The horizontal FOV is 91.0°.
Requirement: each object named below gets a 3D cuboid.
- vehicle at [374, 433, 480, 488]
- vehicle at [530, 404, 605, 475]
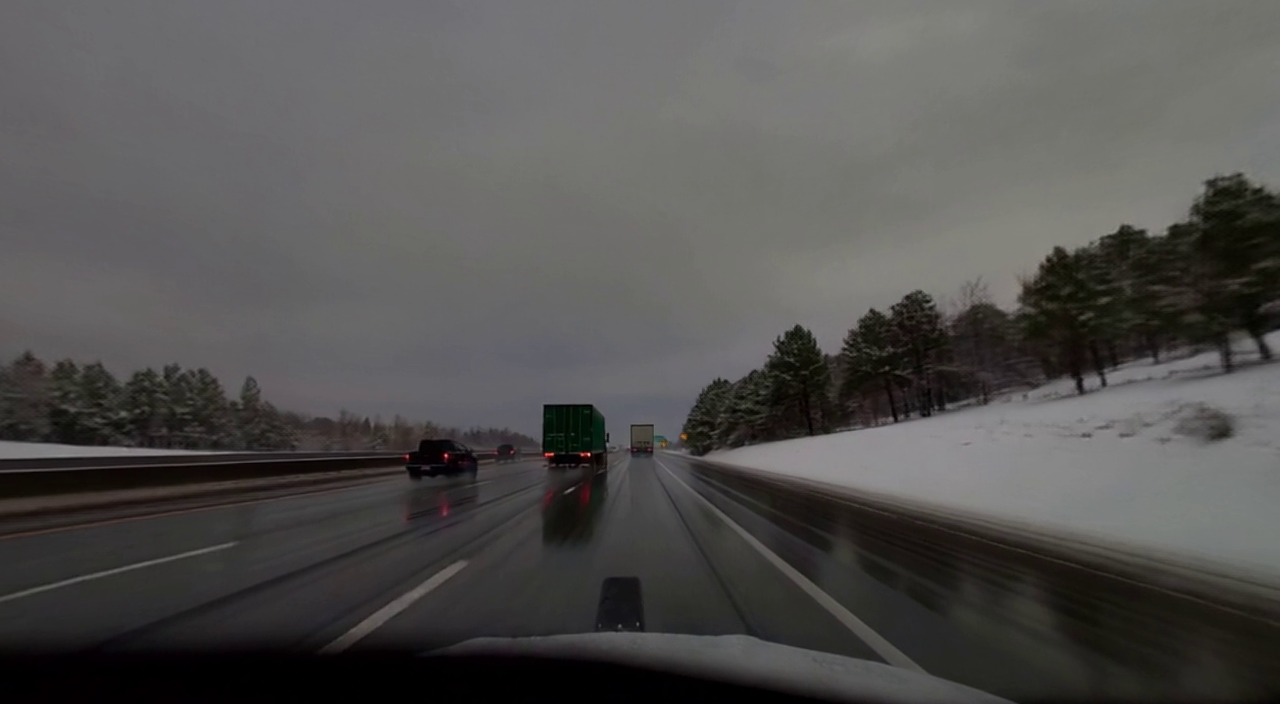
[{"bbox_3d":[-7.531,3.884,22.849,2.125,1.725,4.715,1,-9,1],"label":"vehicle"},{"bbox_3d":[-3.655,4.892,34.779,2.789,3.271,10.894,1,-9,0],"label":"vehicle"}]
